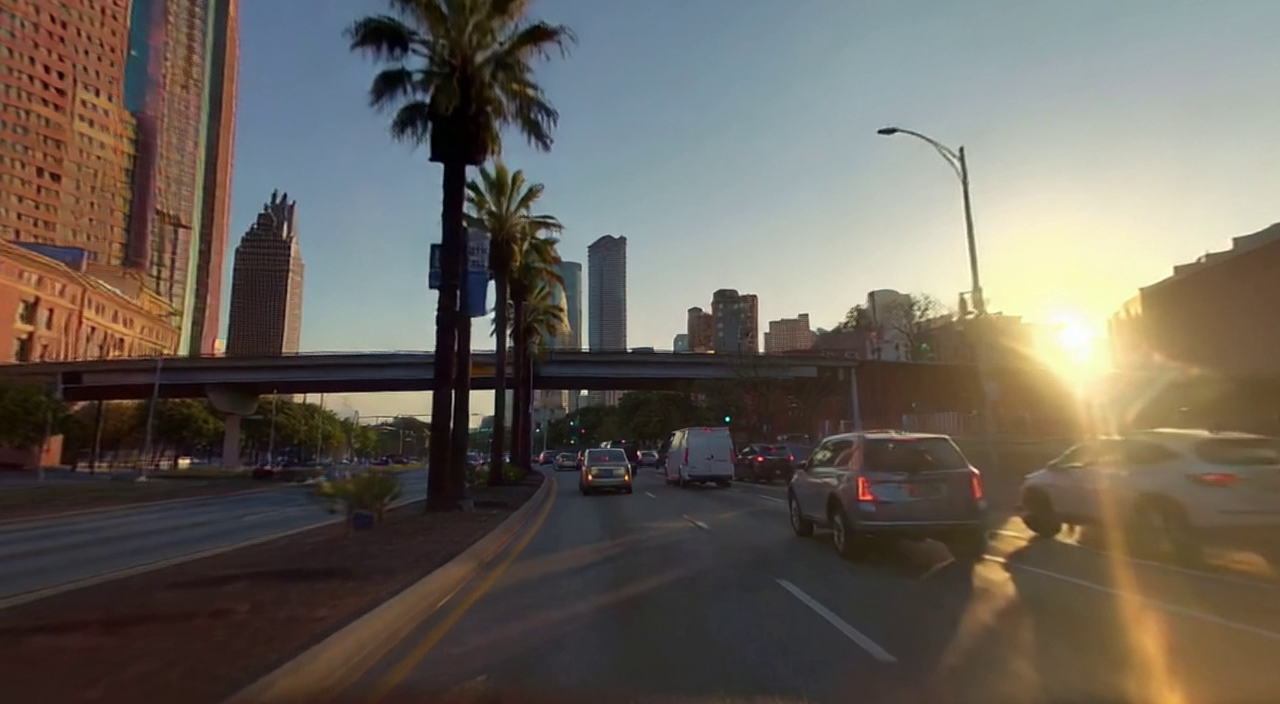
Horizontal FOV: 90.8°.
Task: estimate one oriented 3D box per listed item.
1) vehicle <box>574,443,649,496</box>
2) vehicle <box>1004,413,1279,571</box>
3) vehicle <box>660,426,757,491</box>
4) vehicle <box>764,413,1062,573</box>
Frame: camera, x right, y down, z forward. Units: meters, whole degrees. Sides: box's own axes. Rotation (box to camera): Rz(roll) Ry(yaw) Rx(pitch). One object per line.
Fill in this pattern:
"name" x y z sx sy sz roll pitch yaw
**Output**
"vehicle" -1.142 4.042 22.295 2.332 1.625 4.933 1 -9 -6
"vehicle" 7.709 1.814 8.874 2.107 1.659 4.759 0 -9 -4
"vehicle" 2.388 3.962 23.860 2.434 2.171 5.098 1 -9 -8
"vehicle" 3.383 1.837 9.000 2.151 1.695 4.258 0 -9 -3
